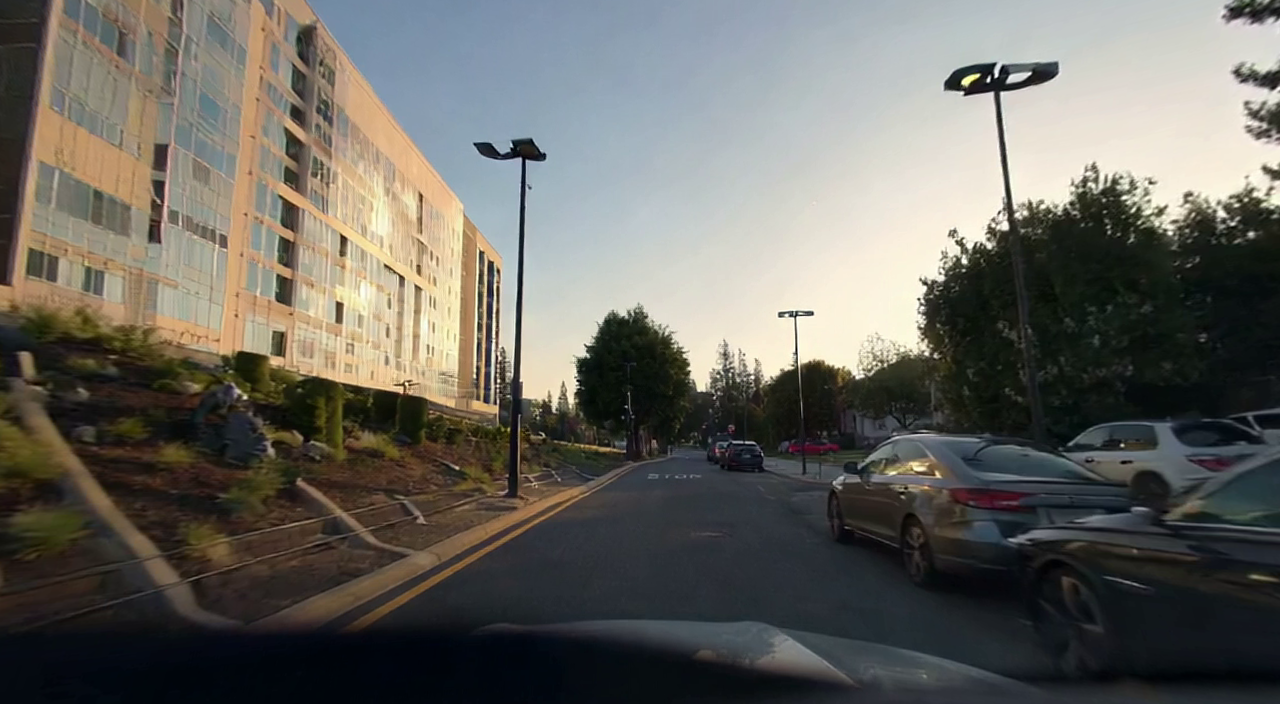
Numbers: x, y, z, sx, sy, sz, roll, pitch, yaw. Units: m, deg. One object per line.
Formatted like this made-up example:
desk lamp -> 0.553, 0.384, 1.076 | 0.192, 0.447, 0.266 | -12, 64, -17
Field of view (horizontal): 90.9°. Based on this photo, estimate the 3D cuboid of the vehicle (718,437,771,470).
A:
vehicle -> 5.047, 4.995, 31.137 | 2.024, 1.475, 4.565 | -1, -9, 2

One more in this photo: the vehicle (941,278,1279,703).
vehicle -> 2.980, 0.624, 1.541 | 2.200, 1.766, 4.868 | -1, -9, 2
